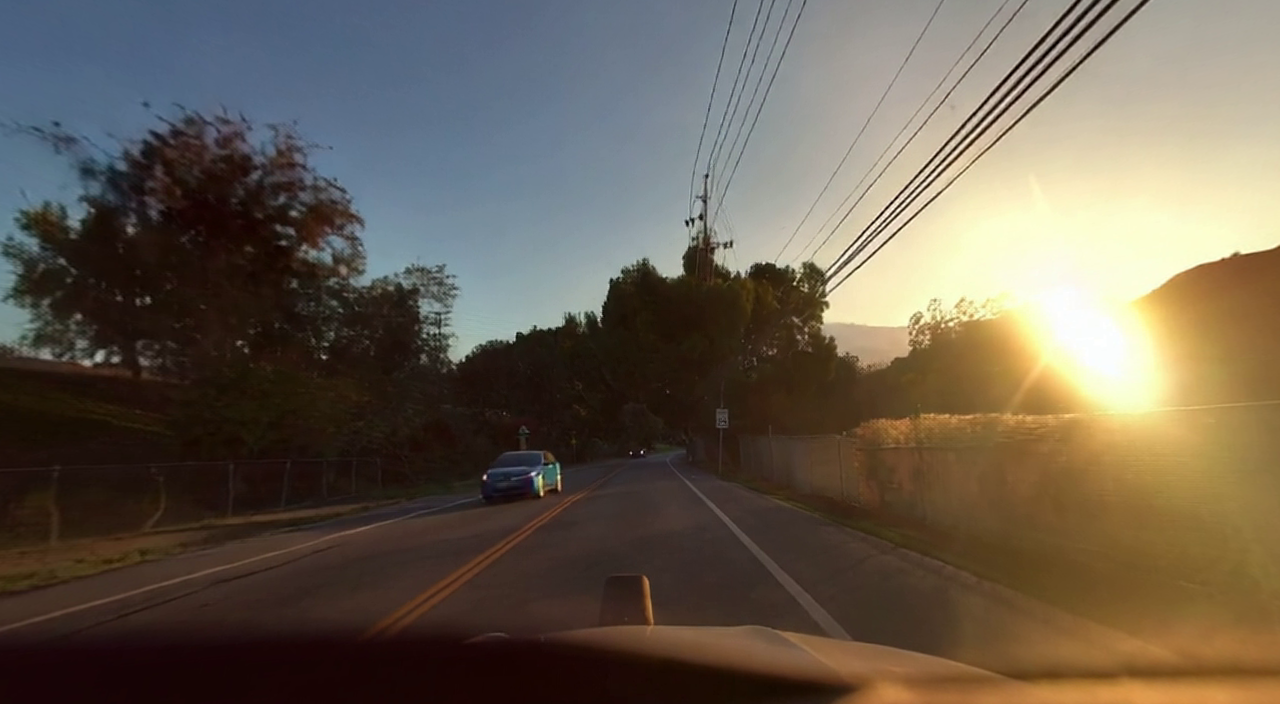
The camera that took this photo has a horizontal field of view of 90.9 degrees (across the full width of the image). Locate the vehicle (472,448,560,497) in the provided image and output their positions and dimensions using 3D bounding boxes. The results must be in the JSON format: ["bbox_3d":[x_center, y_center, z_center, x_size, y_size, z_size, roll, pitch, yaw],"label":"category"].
[{"bbox_3d":[-4.066,4.031,21.539,1.975,1.481,4.445,-1,-9,2],"label":"vehicle"}]
